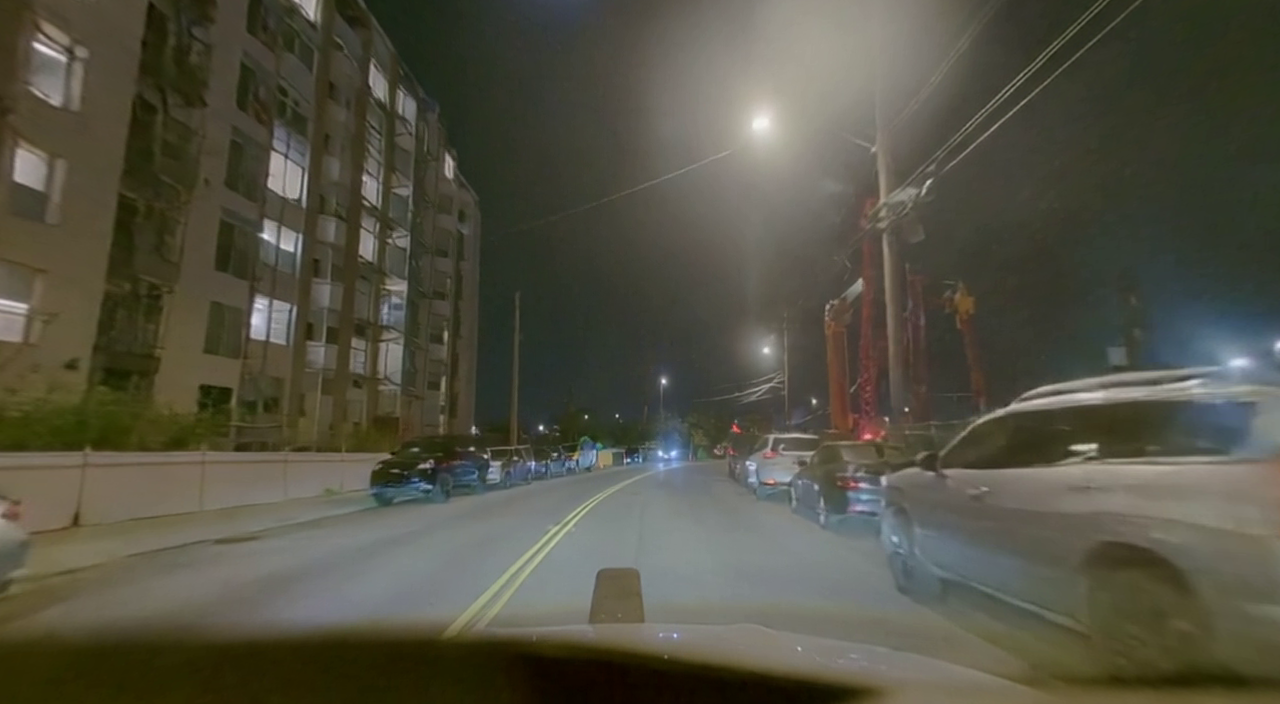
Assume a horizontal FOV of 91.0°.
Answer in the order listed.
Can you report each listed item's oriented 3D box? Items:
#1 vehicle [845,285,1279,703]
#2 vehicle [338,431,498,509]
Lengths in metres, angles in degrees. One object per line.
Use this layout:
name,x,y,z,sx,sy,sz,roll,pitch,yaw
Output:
vehicle,3.145,0.995,3.990,2.000,1.871,4.797,0,-9,-1
vehicle,-6.043,3.293,18.160,2.194,1.861,5.725,-1,-9,4
